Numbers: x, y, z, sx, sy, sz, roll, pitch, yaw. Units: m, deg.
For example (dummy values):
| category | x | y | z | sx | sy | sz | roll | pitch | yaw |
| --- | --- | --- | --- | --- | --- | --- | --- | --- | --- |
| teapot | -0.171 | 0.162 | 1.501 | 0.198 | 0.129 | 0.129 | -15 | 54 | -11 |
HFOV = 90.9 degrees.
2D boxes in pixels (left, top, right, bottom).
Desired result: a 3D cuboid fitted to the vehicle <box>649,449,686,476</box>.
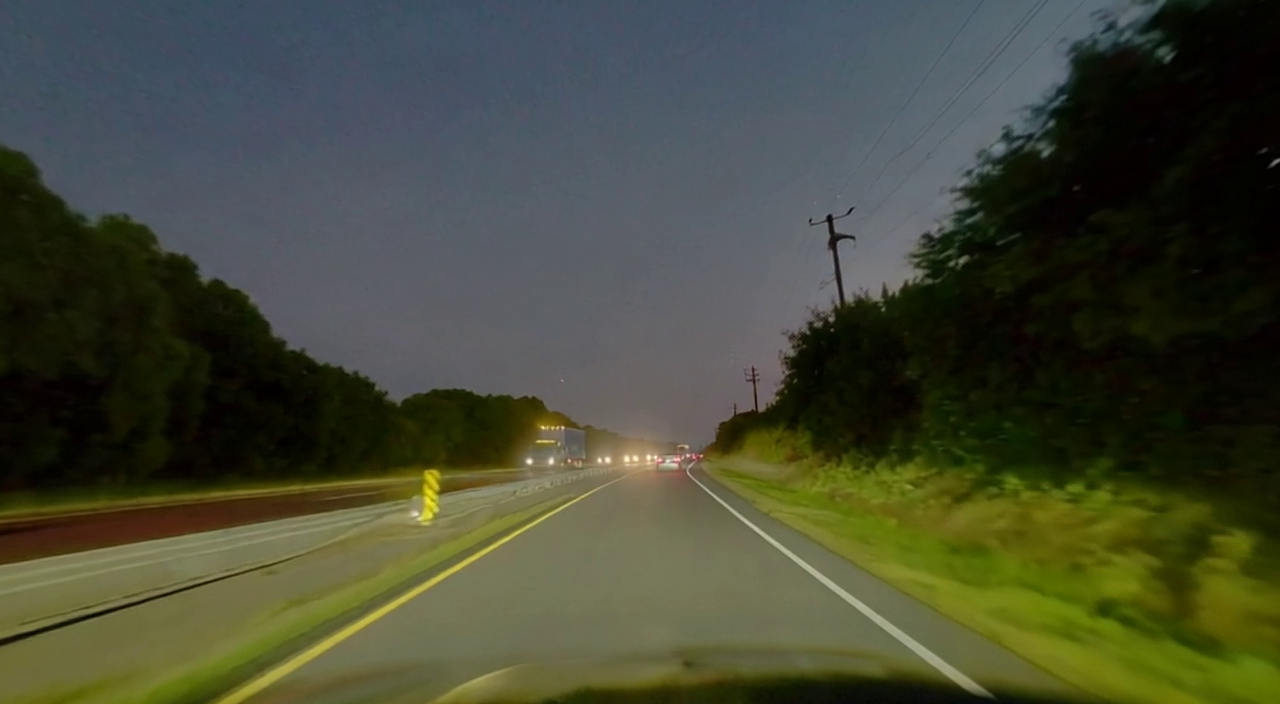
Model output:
| category | x | y | z | sx | sy | sz | roll | pitch | yaw |
| --- | --- | --- | --- | --- | --- | --- | --- | --- | --- |
| vehicle | 1.676 | 6.577 | 37.723 | 2.080 | 1.486 | 3.813 | -1 | -9 | 3 |
